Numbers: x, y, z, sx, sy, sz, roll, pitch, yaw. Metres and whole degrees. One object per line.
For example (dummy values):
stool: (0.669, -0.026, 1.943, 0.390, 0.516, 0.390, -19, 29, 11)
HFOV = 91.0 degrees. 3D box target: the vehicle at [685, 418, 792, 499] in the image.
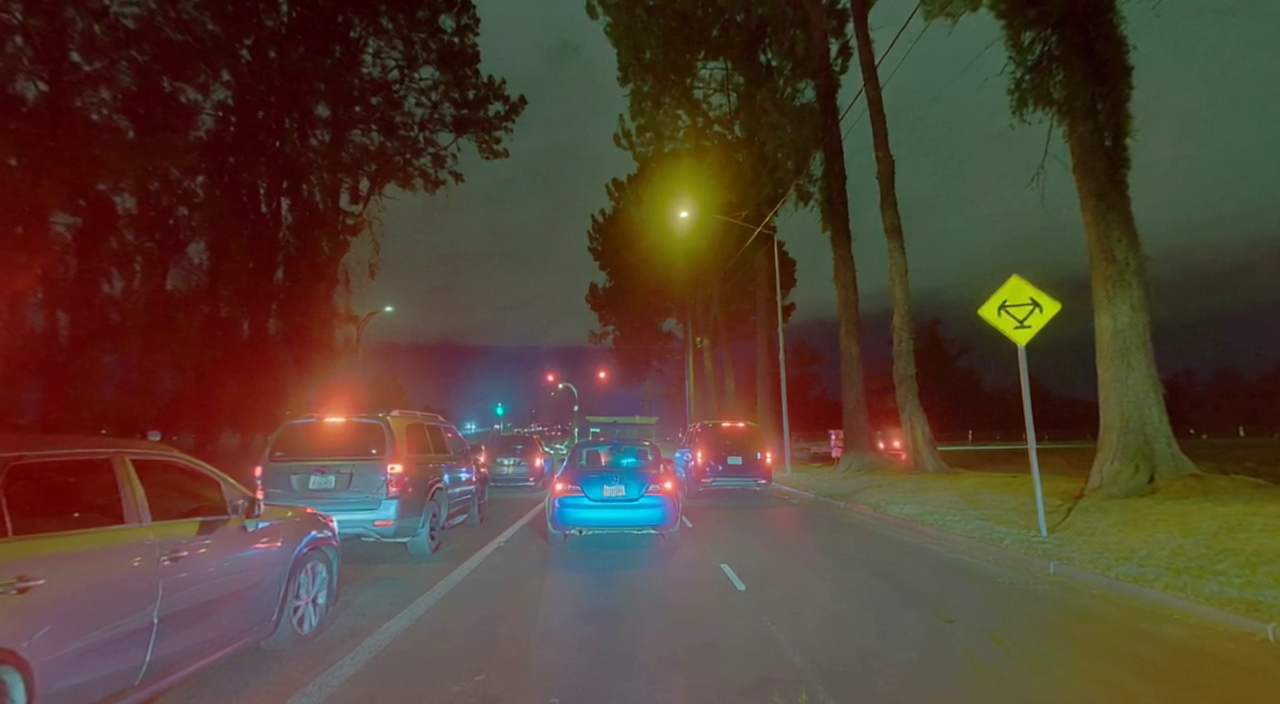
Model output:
vehicle: (2.446, 2.809, 16.880, 2.059, 1.864, 4.541, 0, -8, -1)

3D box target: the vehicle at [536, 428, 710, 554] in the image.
vehicle: (-0.252, 1.916, 9.352, 2.025, 1.453, 3.848, 0, -8, -2)

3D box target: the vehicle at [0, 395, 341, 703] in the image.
vehicle: (-2.925, 0.839, 1.616, 1.974, 1.484, 4.716, 0, -8, 0)

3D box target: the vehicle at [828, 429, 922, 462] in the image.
vehicle: (11.379, 4.558, 30.694, 3.883, 1.534, 1.779, 0, -8, 2)

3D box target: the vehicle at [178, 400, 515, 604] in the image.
vehicle: (-2.899, 1.574, 7.446, 1.964, 1.712, 4.097, 0, -8, 0)
